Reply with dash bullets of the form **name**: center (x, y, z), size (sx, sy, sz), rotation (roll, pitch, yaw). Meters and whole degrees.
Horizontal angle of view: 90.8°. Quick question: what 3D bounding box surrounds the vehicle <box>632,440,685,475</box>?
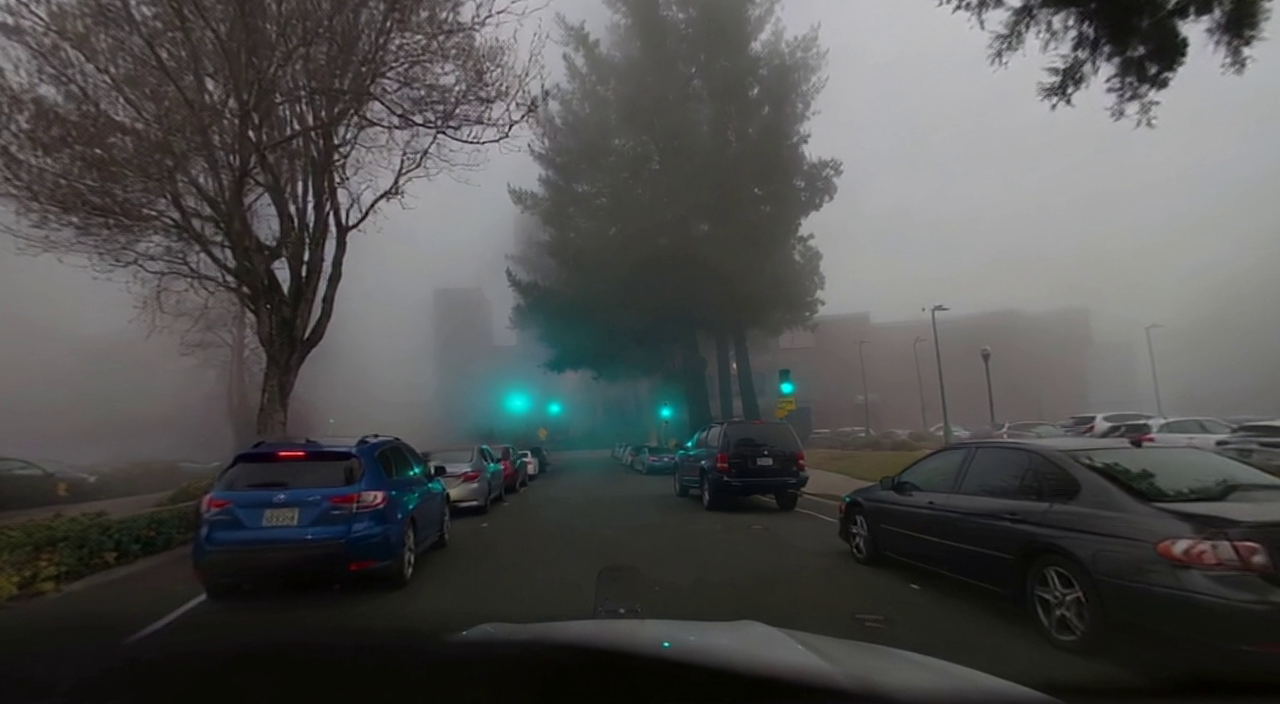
- **vehicle**: center (0.768, 4.785, 28.972), size (1.910, 1.493, 4.490), rotation (1, -8, -5)

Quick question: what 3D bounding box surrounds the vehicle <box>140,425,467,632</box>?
- **vehicle**: center (-3.096, 1.624, 6.965), size (1.968, 1.497, 4.286), rotation (2, -8, -11)

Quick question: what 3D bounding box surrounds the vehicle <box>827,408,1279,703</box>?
- **vehicle**: center (3.416, 1.358, 5.307), size (1.904, 1.494, 4.864), rotation (1, -8, -4)

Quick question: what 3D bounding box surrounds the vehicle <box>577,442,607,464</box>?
- **vehicle**: center (-3.553, 7.385, 46.451), size (2.095, 1.473, 4.301), rotation (1, -8, -5)

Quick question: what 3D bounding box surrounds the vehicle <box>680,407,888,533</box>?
- **vehicle**: center (2.404, 2.211, 12.545), size (2.324, 1.907, 5.634), rotation (1, -8, -6)
